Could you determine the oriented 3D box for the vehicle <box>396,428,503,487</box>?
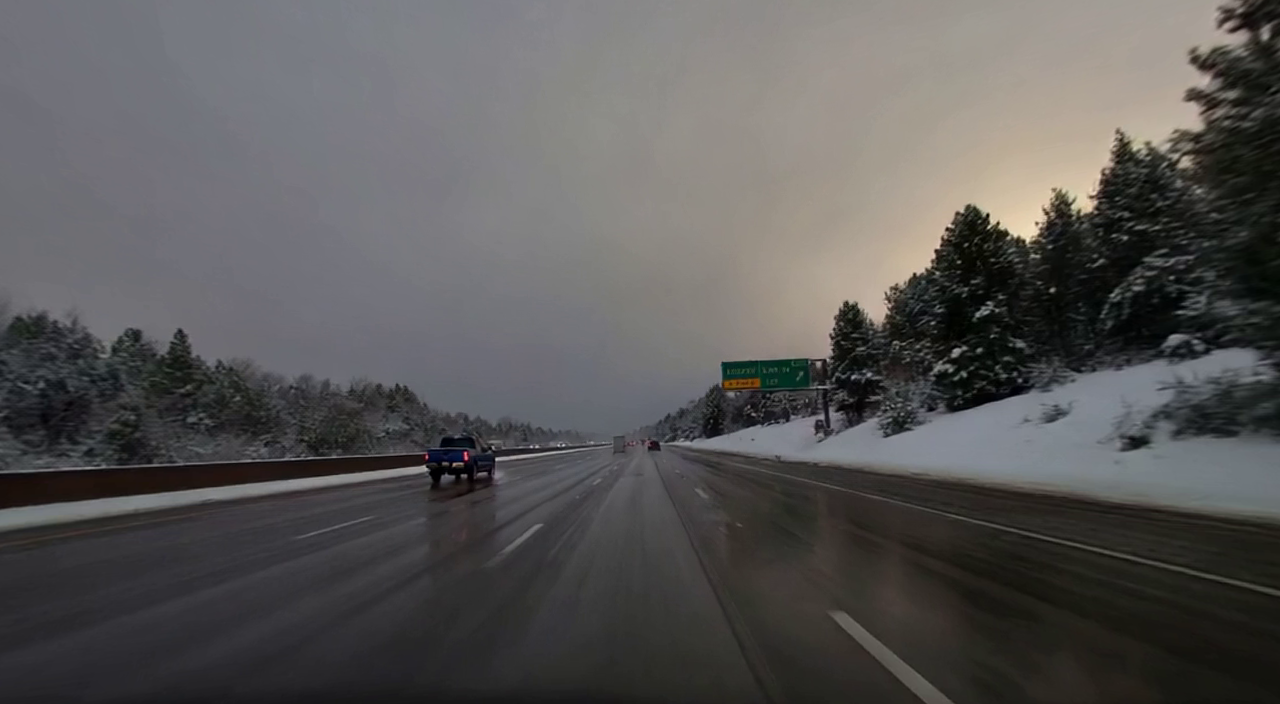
[{"bbox_3d":[-6.874,3.903,23.509,2.260,1.917,5.499,0,-9,0],"label":"vehicle"}]
